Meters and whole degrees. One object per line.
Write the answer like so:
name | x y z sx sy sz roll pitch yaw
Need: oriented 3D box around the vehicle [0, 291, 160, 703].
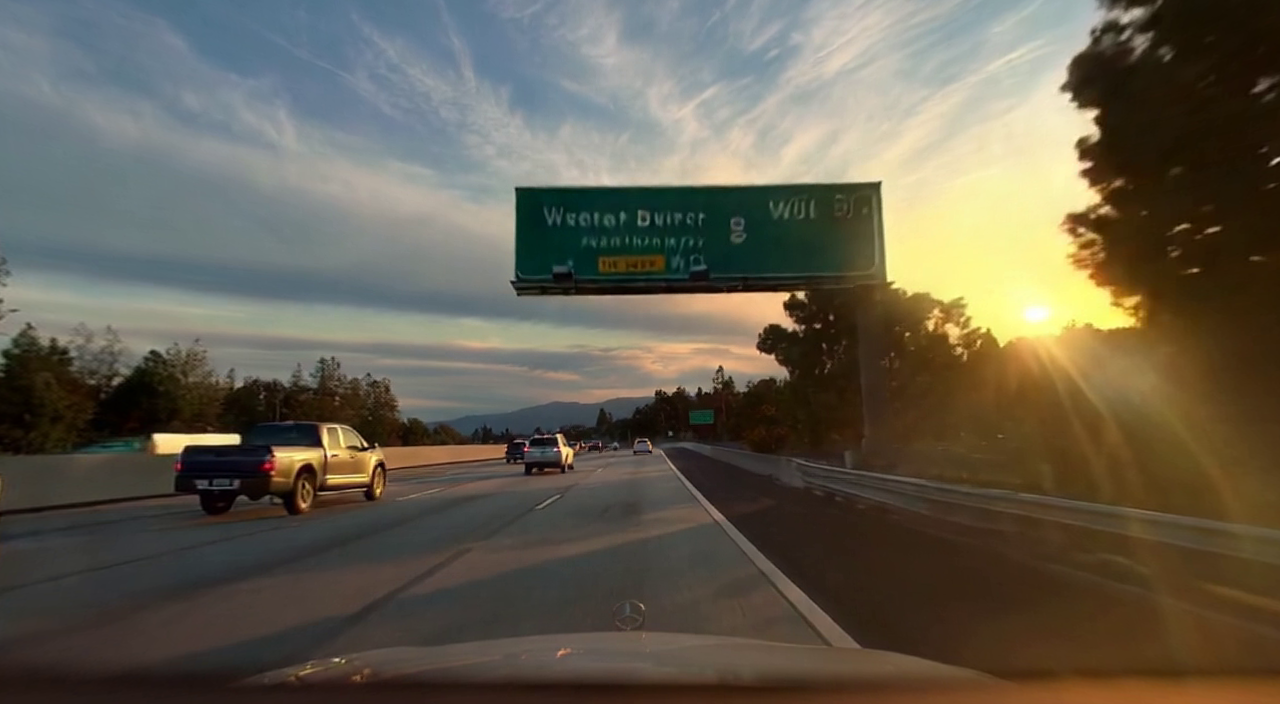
vehicle | -3.805 0.482 1.125 2.079 1.929 4.748 0 -8 0

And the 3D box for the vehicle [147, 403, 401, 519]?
vehicle | -7.269 2.245 13.411 2.160 1.949 5.293 0 -8 1

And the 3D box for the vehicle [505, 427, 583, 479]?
vehicle | -3.559 3.888 24.405 2.142 1.789 5.009 0 -8 1
